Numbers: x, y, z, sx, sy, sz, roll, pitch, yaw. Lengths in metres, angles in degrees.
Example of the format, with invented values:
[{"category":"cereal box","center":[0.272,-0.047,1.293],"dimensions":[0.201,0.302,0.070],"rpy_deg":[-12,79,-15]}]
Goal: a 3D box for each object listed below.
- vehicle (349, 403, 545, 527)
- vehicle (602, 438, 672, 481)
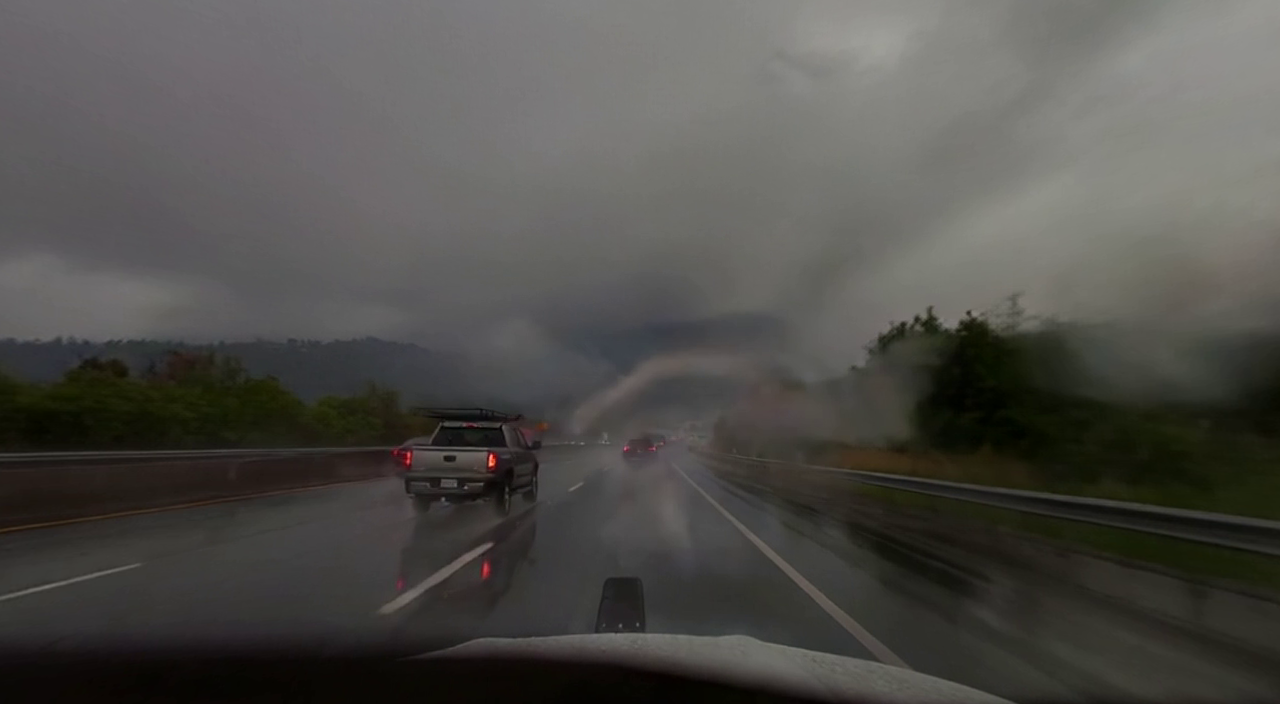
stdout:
[{"category":"vehicle","center":[-3.455,2.172,12.565],"dimensions":[2.250,1.947,4.860],"rpy_deg":[0,-9,1]},{"category":"vehicle","center":[-0.058,4.591,27.186],"dimensions":[2.715,1.669,5.163],"rpy_deg":[0,-9,1]}]
